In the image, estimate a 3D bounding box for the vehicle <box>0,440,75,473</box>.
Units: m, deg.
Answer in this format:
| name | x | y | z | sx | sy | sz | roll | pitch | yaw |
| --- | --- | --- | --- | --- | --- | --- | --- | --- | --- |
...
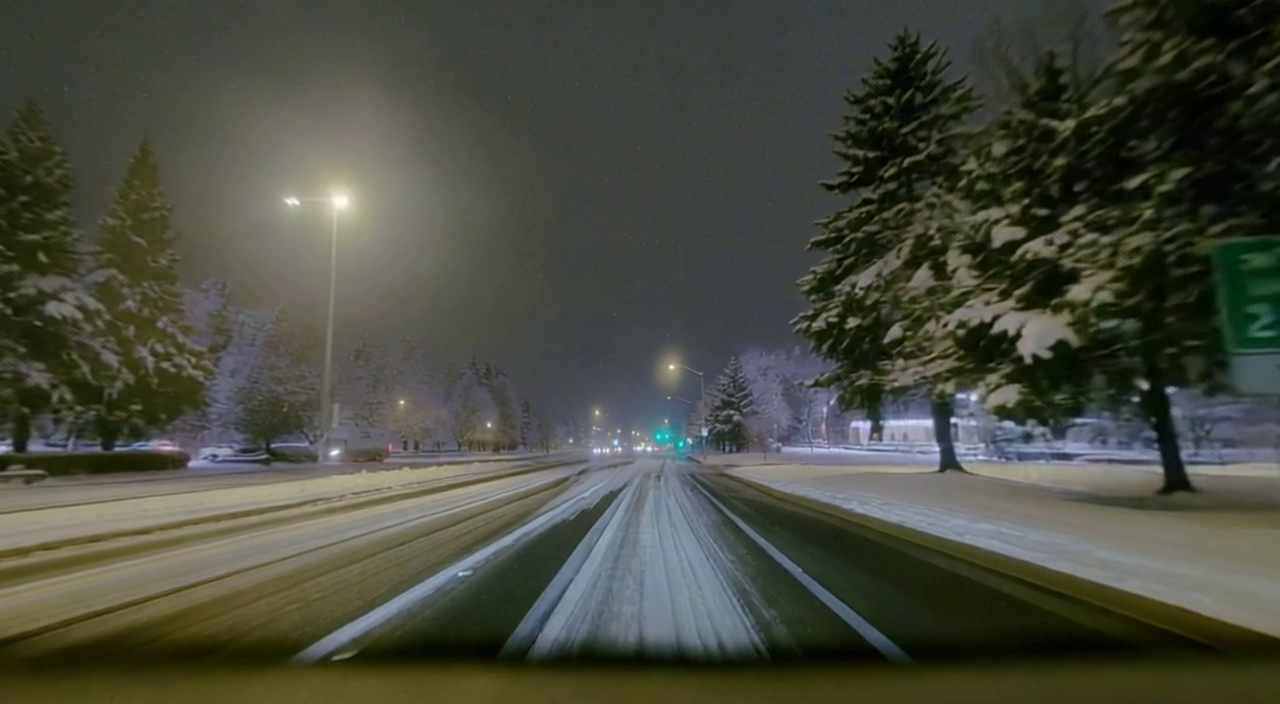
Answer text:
| name | x | y | z | sx | sy | sz | roll | pitch | yaw |
| --- | --- | --- | --- | --- | --- | --- | --- | --- | --- |
| vehicle | -36.067 | 5.977 | 36.289 | 5.145 | 1.805 | 2.205 | -1 | -8 | 4 |
